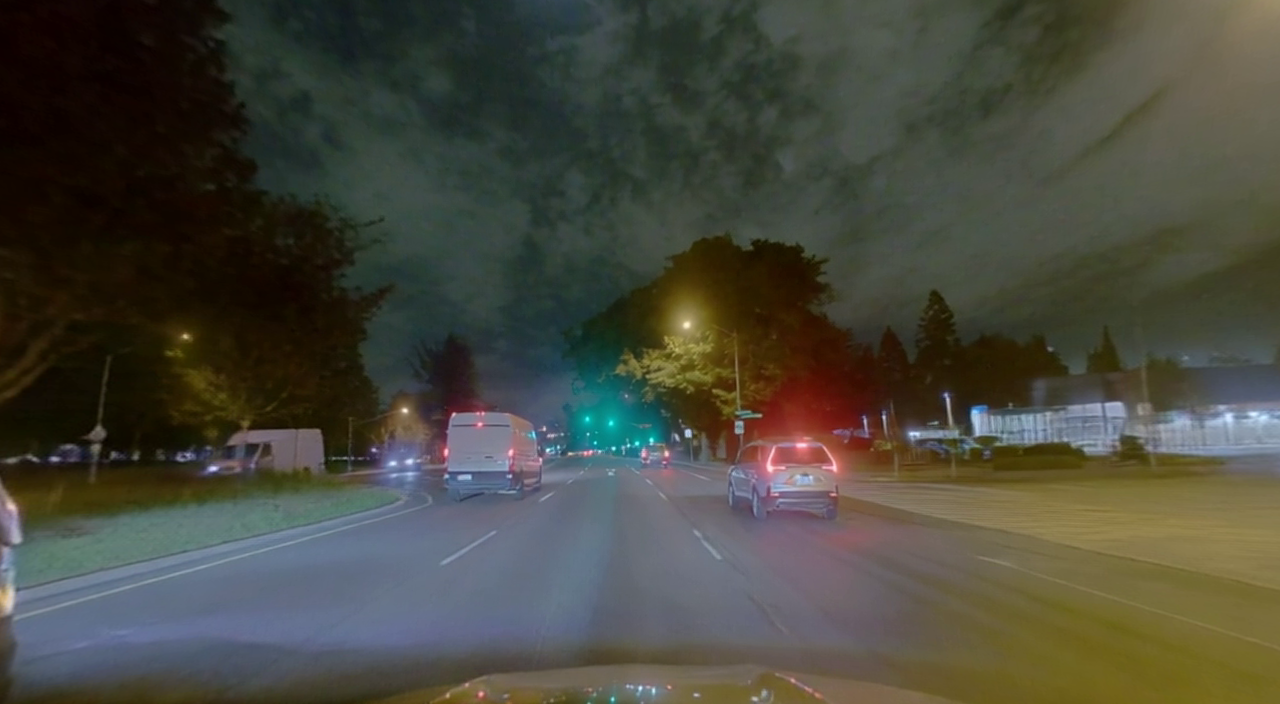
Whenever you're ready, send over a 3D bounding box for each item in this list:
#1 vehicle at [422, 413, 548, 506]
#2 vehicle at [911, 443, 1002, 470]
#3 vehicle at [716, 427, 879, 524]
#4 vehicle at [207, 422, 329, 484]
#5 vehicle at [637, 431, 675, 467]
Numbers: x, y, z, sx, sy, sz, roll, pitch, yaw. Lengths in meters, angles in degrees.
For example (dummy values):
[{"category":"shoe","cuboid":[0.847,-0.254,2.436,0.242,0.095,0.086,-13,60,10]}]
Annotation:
[{"category":"vehicle","cuboid":[-4.069,2.945,17.579,2.420,2.227,4.499,0,-9,-1]},{"category":"vehicle","cuboid":[17.916,5.899,35.828,4.210,1.480,1.922,2,-9,-11]},{"category":"vehicle","cuboid":[3.027,2.504,13.339,2.087,1.658,4.612,0,-9,-2]},{"category":"vehicle","cuboid":[-23.636,6.493,40.854,2.883,3.560,8.400,0,-9,-1]},{"category":"vehicle","cuboid":[1.118,7.284,47.568,2.397,2.566,5.324,0,-9,-4]}]
